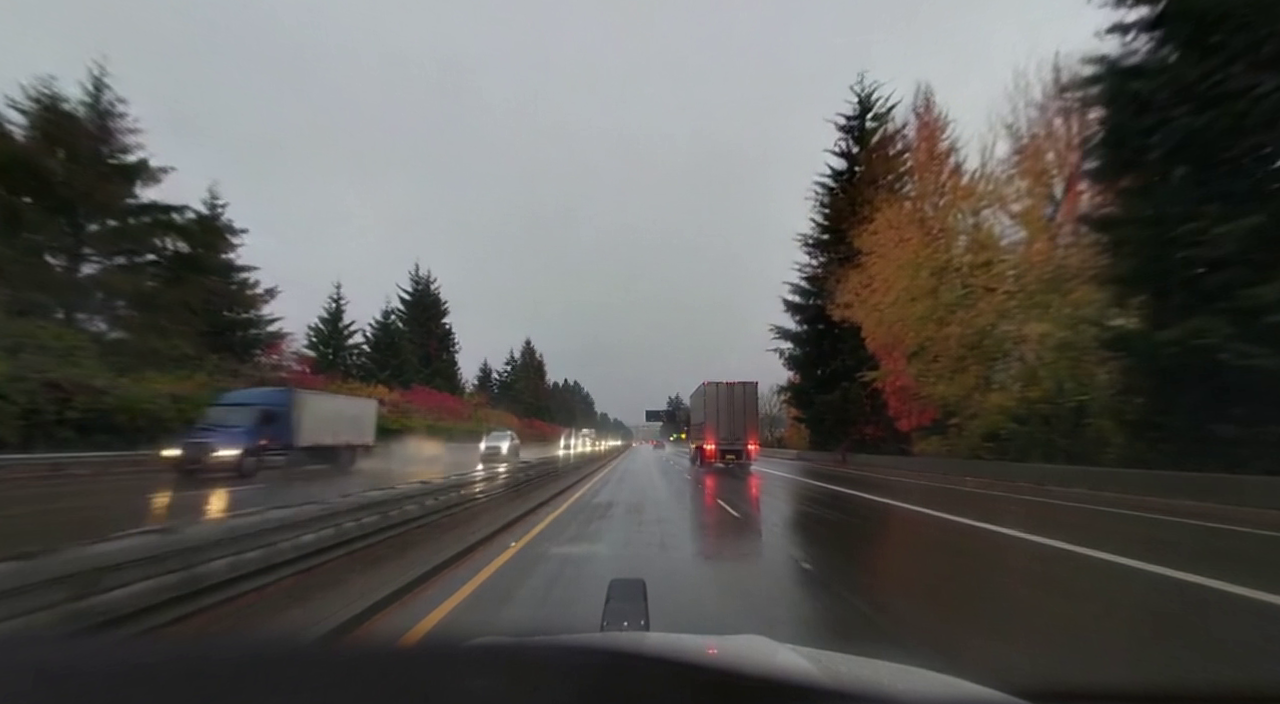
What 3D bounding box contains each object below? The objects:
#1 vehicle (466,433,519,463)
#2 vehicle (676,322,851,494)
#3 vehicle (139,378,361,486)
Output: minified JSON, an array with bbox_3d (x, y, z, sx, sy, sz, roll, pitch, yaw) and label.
[{"bbox_3d":[-7.831,5.133,33.788,1.874,1.531,3.918,0,-8,1],"label":"vehicle"},{"bbox_3d":[3.482,2.366,22.770,3.691,4.331,13.909,0,-8,1],"label":"vehicle"},{"bbox_3d":[-11.379,2.502,19.346,2.322,2.720,6.848,0,-8,1],"label":"vehicle"}]
